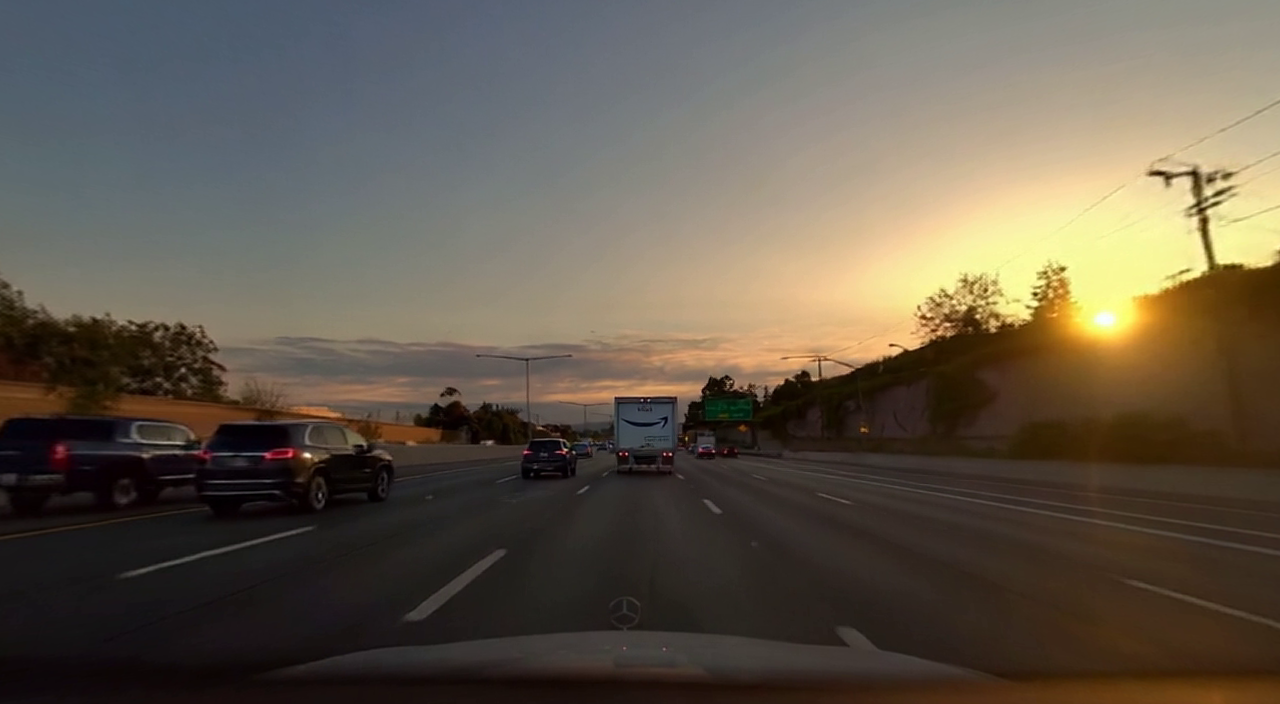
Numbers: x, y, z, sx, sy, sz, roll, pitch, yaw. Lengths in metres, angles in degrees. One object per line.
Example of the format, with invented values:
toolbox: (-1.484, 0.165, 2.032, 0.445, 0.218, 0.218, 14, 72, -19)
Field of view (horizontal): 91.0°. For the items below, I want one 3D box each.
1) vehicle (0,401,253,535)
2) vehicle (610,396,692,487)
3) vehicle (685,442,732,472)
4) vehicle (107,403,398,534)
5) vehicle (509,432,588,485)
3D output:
vehicle: (-10.217, 2.012, 11.430, 2.454, 1.857, 6.221, 0, -9, 0)
vehicle: (0.314, 3.156, 22.095, 2.456, 2.705, 6.251, 0, -9, 0)
vehicle: (3.628, 5.664, 34.185, 1.970, 1.499, 4.491, 1, -9, -1)
vehicle: (-6.577, 2.054, 11.672, 2.101, 1.858, 5.071, 0, -9, 1)
vehicle: (-3.104, 3.717, 22.240, 2.095, 1.688, 4.188, 0, -9, 1)
